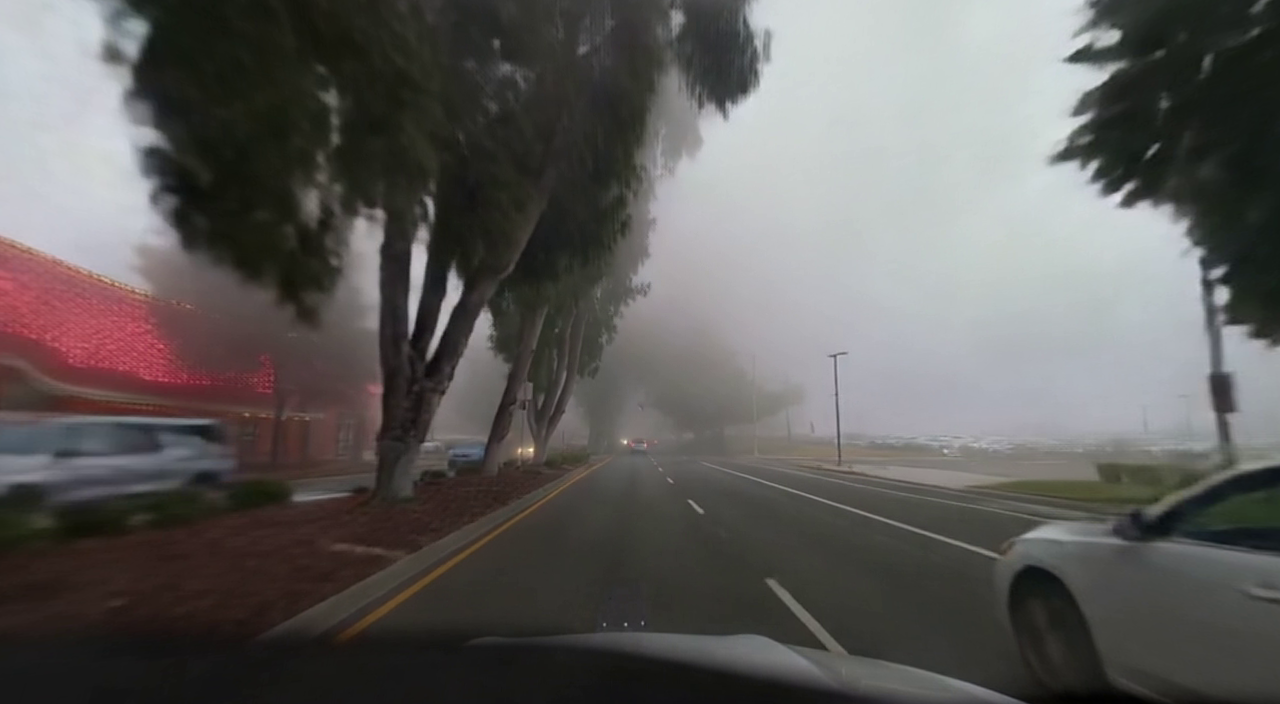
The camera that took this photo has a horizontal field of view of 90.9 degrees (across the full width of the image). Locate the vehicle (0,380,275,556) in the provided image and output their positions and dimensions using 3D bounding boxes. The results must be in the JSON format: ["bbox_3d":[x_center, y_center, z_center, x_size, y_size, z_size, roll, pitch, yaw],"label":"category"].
[{"bbox_3d":[-8.252,1.675,9.679,2.171,1.975,5.168,0,-8,0],"label":"vehicle"}]

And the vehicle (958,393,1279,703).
[{"bbox_3d":[3.070,0.810,1.561,2.091,1.472,4.697,0,-8,0],"label":"vehicle"}]

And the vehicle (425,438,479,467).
[{"bbox_3d":[-11.653,6.274,39.430,1.985,1.658,4.541,0,-8,0],"label":"vehicle"}]
